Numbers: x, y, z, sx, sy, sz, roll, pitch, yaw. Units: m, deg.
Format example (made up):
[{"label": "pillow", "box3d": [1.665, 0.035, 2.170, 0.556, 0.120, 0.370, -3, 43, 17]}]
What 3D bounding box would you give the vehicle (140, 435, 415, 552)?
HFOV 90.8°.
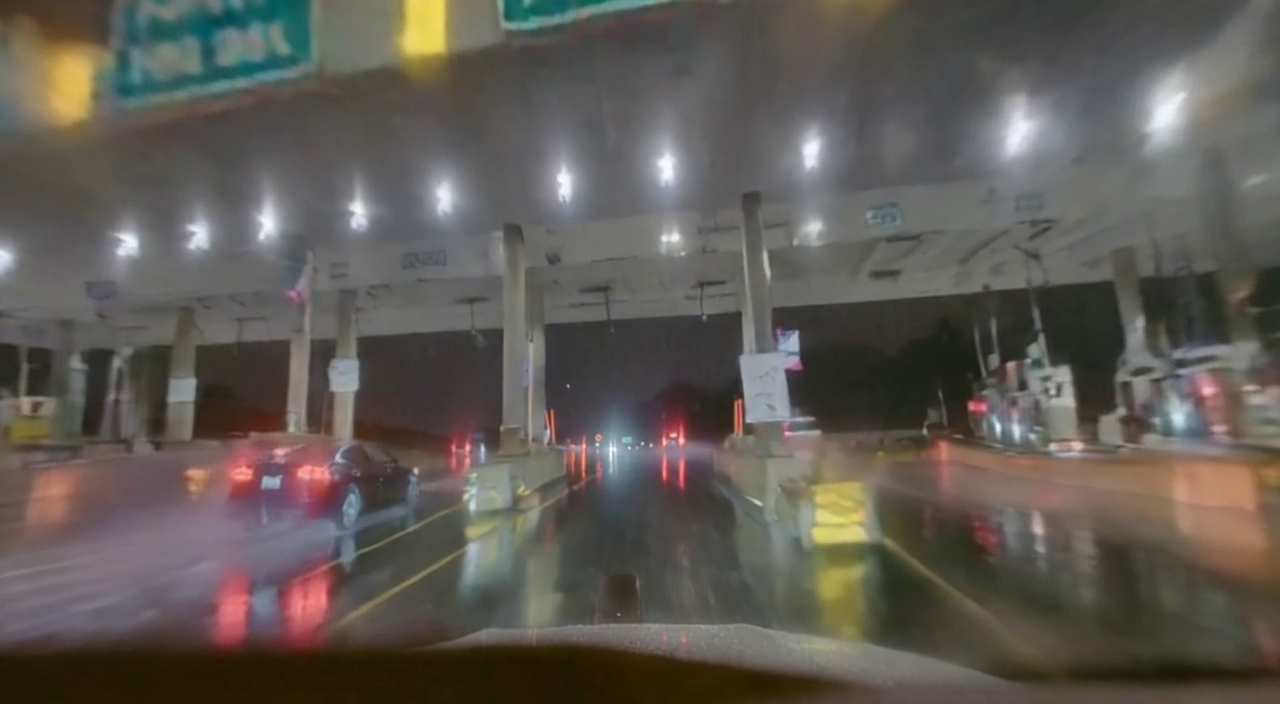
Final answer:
[{"label": "vehicle", "box3d": [-5.477, 2.144, 10.393, 1.981, 1.465, 4.334, -1, -8, -1]}]
